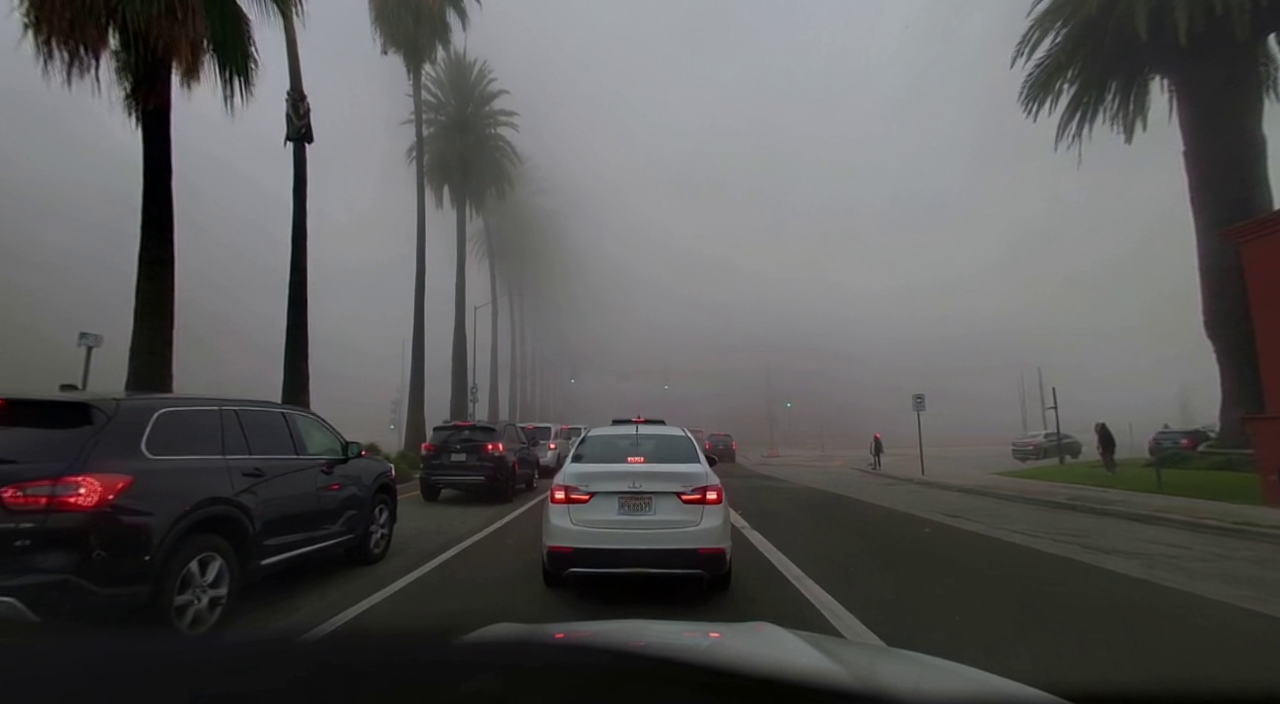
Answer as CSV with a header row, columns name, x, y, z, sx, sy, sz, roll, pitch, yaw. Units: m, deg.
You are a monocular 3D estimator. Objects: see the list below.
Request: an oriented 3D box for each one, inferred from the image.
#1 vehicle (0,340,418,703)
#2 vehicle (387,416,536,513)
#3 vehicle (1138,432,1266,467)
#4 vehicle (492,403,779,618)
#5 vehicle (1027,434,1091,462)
name,x,y,z,sx,sy,sz,roll,pitch,yaw
vehicle,-3.533,1.124,5.091,1.914,1.741,4.398,0,-8,-1
vehicle,-3.464,2.267,13.116,1.840,1.684,4.041,0,-8,1
vehicle,25.462,4.418,28.677,3.914,1.427,1.779,-2,-8,5
vehicle,-0.060,1.493,6.889,2.114,1.585,4.285,0,-8,-1
vehicle,26.280,6.061,39.705,1.882,1.672,3.957,-2,-9,11
